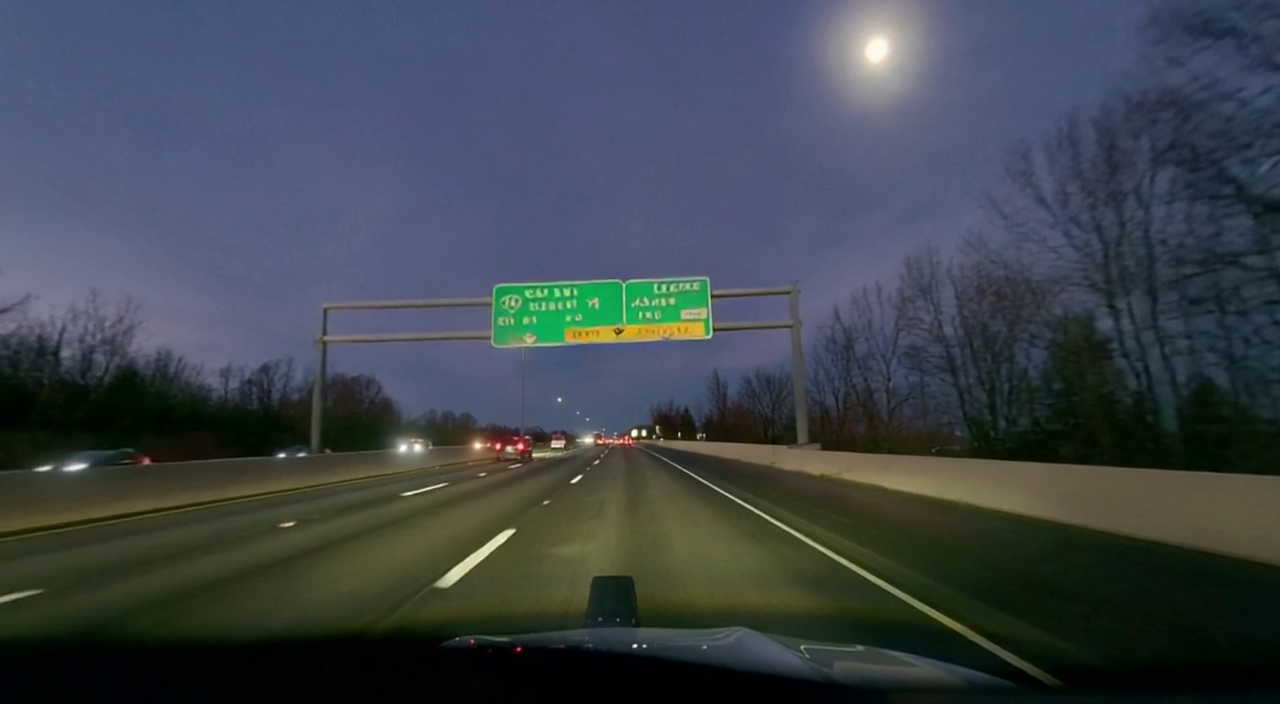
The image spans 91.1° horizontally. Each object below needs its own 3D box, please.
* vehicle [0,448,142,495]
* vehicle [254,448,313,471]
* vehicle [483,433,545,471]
[{"bbox_3d":[-23.642,4.903,26.222,1.896,1.640,4.744,0,-8,-2],"label":"vehicle"},{"bbox_3d":[-24.504,7.355,43.338,1.692,1.446,4.110,0,-8,-1],"label":"vehicle"},{"bbox_3d":[-5.367,4.297,27.324,1.988,1.505,4.044,0,-8,-2],"label":"vehicle"}]
